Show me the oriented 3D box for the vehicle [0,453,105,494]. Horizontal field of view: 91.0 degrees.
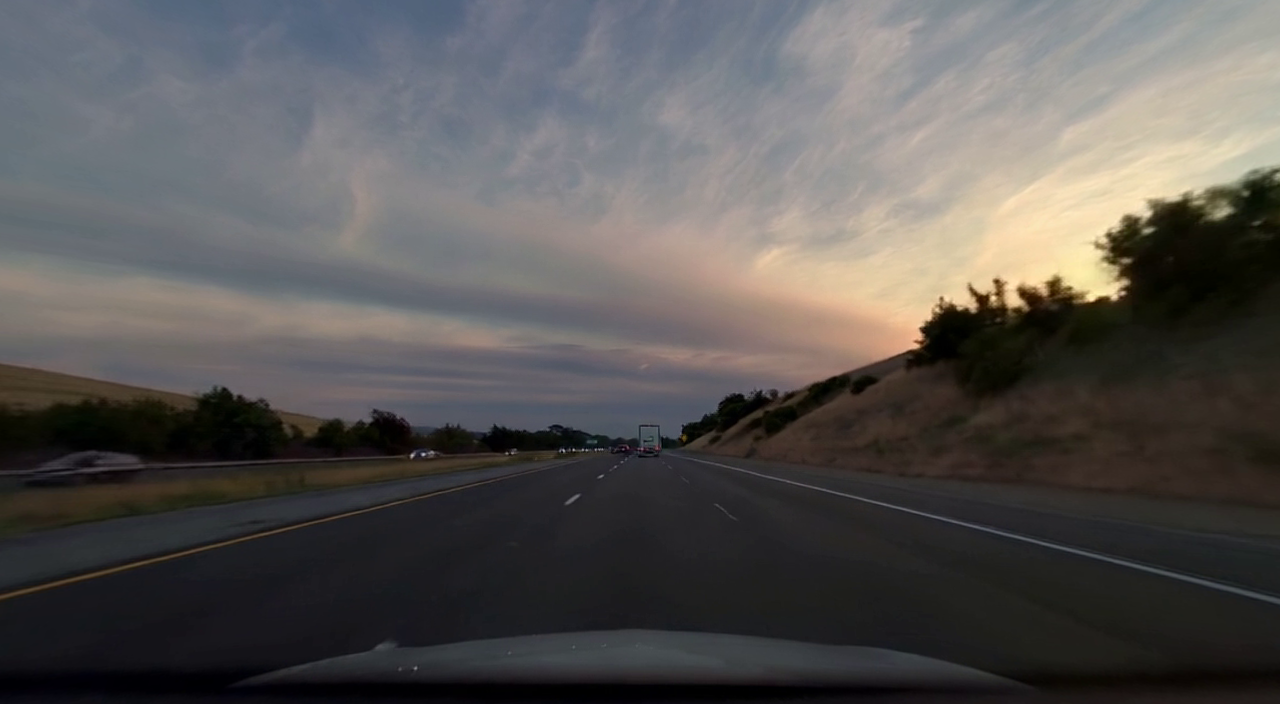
[{"bbox_3d":[-25.715,5.062,26.622,1.921,1.521,4.706,0,-9,1],"label":"vehicle"}]
